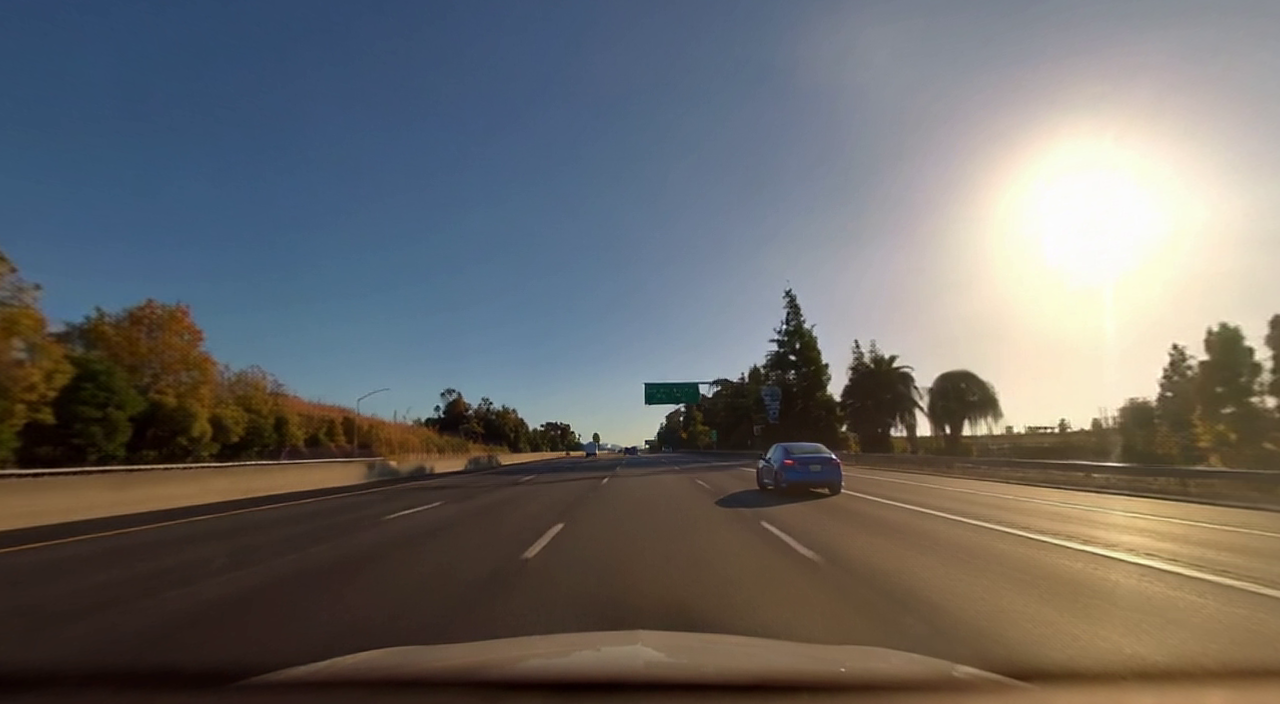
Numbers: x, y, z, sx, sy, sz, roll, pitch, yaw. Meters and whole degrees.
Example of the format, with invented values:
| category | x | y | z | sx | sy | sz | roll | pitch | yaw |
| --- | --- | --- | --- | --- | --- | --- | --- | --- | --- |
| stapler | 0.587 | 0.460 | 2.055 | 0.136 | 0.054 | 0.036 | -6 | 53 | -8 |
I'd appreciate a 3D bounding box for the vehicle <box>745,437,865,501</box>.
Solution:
| category | x | y | z | sx | sy | sz | roll | pitch | yaw |
| --- | --- | --- | --- | --- | --- | --- | --- | --- | --- |
| vehicle | 4.299 | 3.135 | 17.229 | 2.033 | 1.501 | 4.398 | 0 | -9 | -1 |
